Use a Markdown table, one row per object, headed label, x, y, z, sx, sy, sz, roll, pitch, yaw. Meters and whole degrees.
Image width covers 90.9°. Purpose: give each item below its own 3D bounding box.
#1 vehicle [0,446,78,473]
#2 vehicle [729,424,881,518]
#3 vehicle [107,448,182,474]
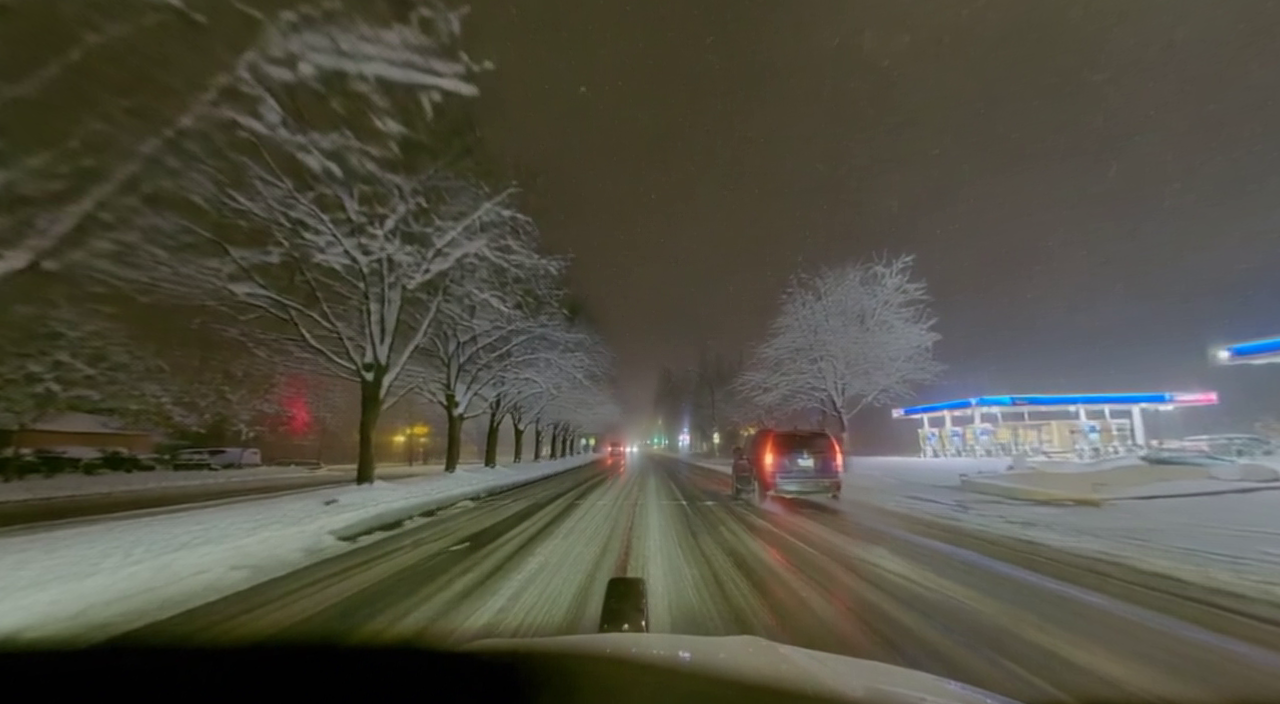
| label | x | y | z | sx | sy | sz | roll | pitch | yaw |
| --- | --- | --- | --- | --- | --- | --- | --- | --- | --- |
| vehicle | -32.072 | 5.596 | 32.930 | 3.666 | 1.365 | 1.853 | 0 | -8 | 2 |
| vehicle | 3.489 | 2.640 | 14.486 | 2.151 | 1.771 | 4.792 | 0 | -9 | -1 |
| vehicle | -32.118 | 7.064 | 40.896 | 3.472 | 1.423 | 1.760 | -4 | -8 | 1 |
